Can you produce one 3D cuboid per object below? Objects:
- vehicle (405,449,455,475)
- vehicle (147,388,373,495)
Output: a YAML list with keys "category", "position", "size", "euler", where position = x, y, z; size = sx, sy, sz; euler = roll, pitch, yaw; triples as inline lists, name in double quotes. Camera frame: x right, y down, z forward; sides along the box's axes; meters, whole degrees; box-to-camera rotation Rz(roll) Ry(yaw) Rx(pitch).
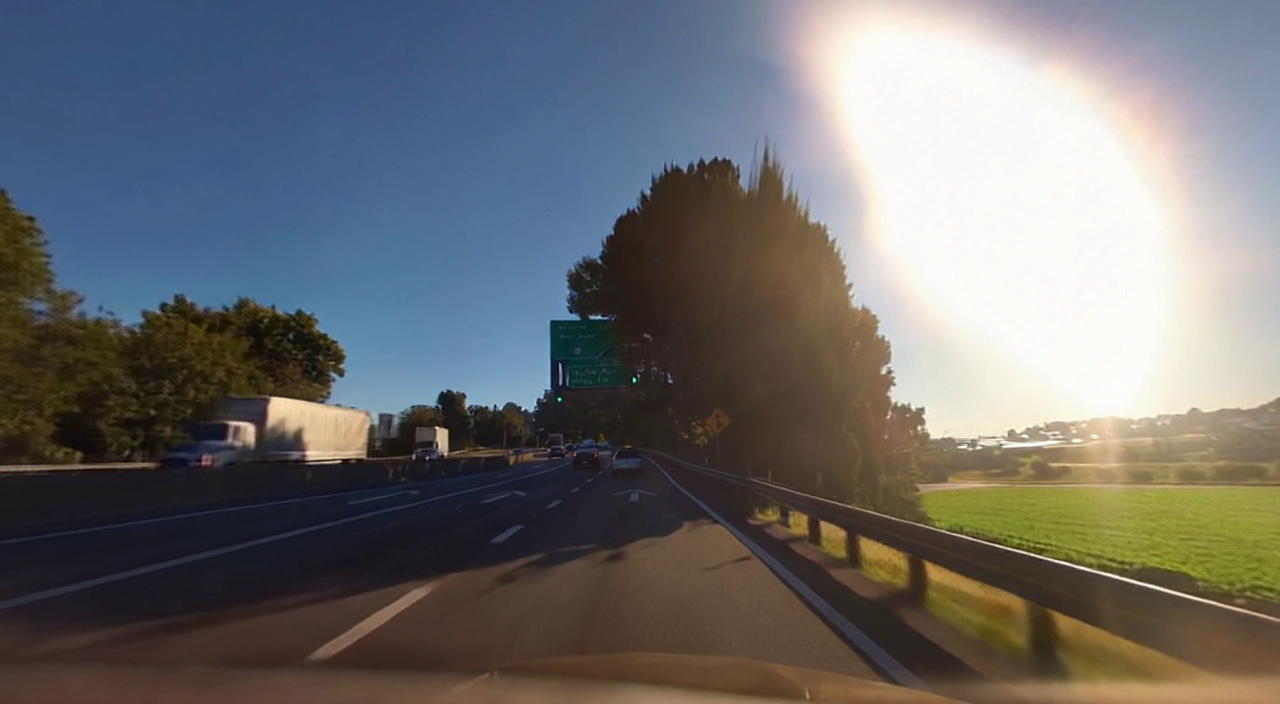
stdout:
- category: "vehicle"
  position: [-15.201, 8.005, 45.900]
  size: [2.144, 1.764, 4.730]
  euler: [0, -9, -2]
- category: "vehicle"
  position: [-15.009, 3.823, 26.467]
  size: [2.988, 3.568, 10.170]
  euler: [0, -9, 1]
